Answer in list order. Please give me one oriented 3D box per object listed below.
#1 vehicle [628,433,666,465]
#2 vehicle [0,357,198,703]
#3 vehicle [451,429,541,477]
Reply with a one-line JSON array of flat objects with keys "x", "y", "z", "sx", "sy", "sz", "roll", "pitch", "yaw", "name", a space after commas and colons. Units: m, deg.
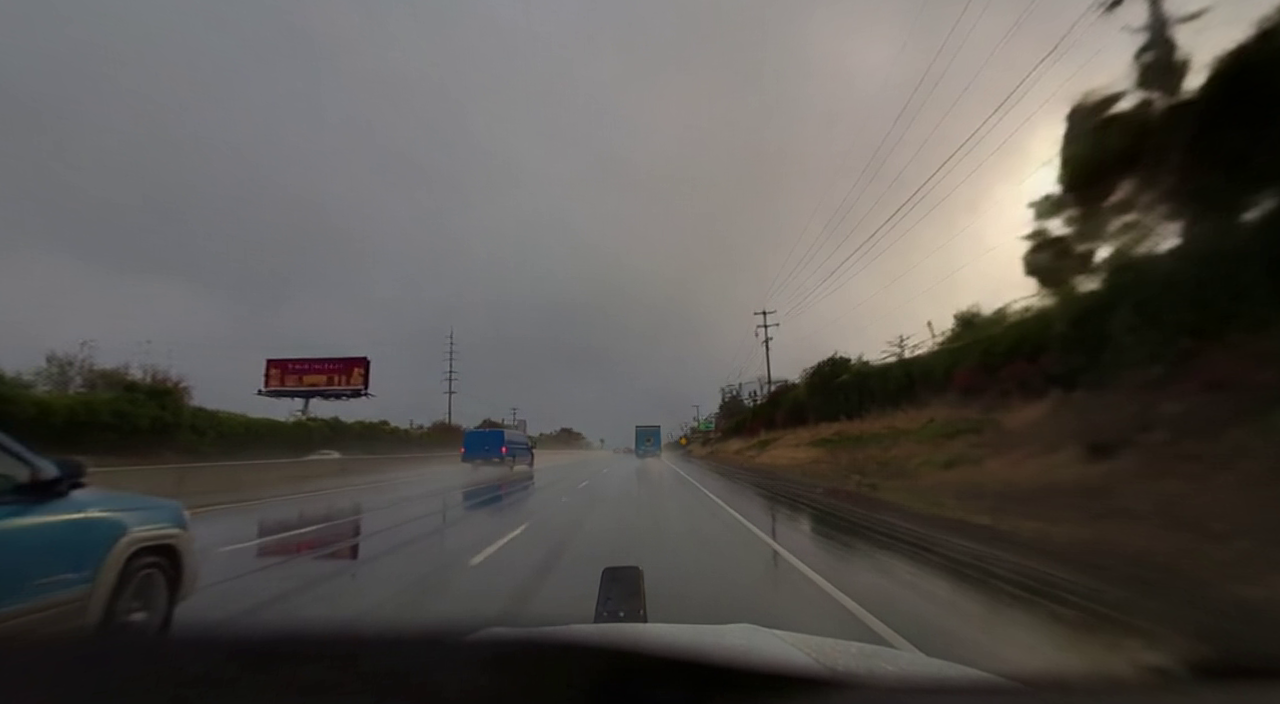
[{"x": 0.525, "y": 7.331, "z": 47.726, "sx": 2.692, "sy": 2.279, "sz": 5.695, "roll": 0, "pitch": -8, "yaw": 0, "name": "vehicle"}, {"x": -3.894, "y": 0.721, "z": 1.532, "sx": 2.145, "sy": 1.730, "sz": 4.729, "roll": 0, "pitch": -8, "yaw": 0, "name": "vehicle"}, {"x": -6.862, "y": 4.935, "z": 30.964, "sx": 2.695, "sy": 2.084, "sz": 6.836, "roll": 0, "pitch": -8, "yaw": 1, "name": "vehicle"}]
